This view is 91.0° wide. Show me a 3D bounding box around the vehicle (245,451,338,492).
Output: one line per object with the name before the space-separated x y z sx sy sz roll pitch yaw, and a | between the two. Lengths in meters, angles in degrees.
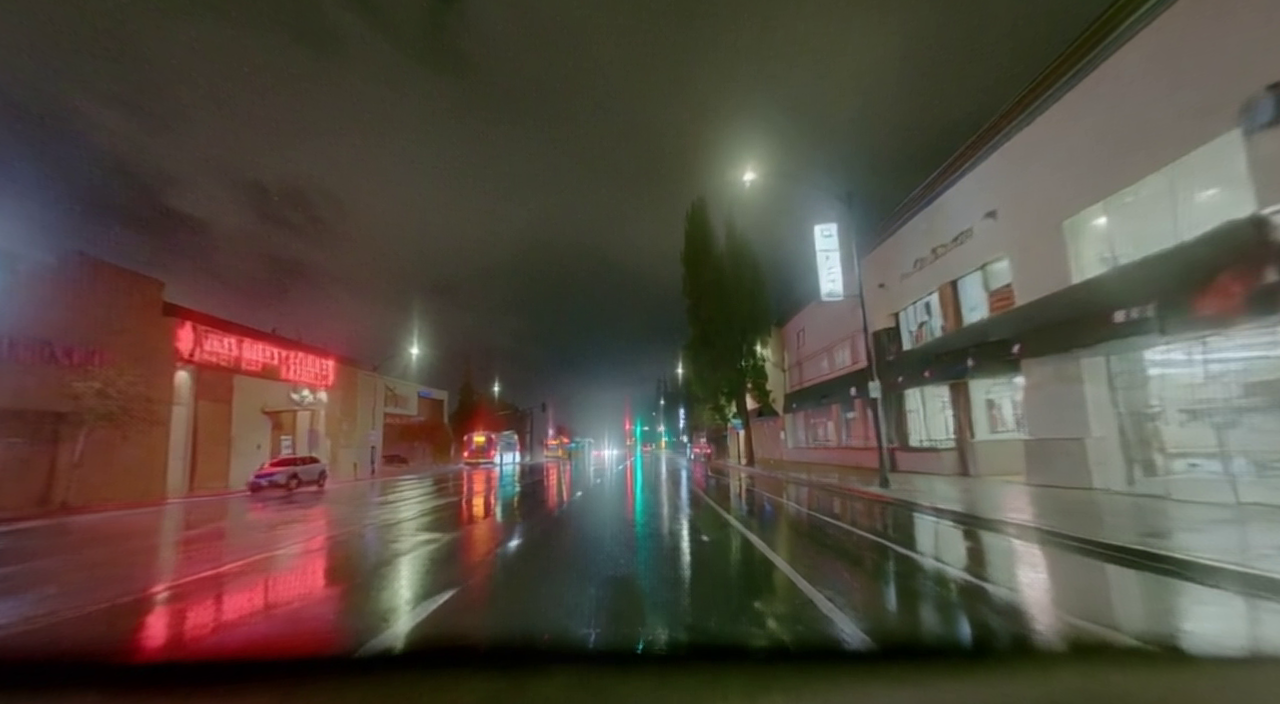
vehicle | -17.239 5.908 31.465 1.896 1.844 4.620 0 -9 1
